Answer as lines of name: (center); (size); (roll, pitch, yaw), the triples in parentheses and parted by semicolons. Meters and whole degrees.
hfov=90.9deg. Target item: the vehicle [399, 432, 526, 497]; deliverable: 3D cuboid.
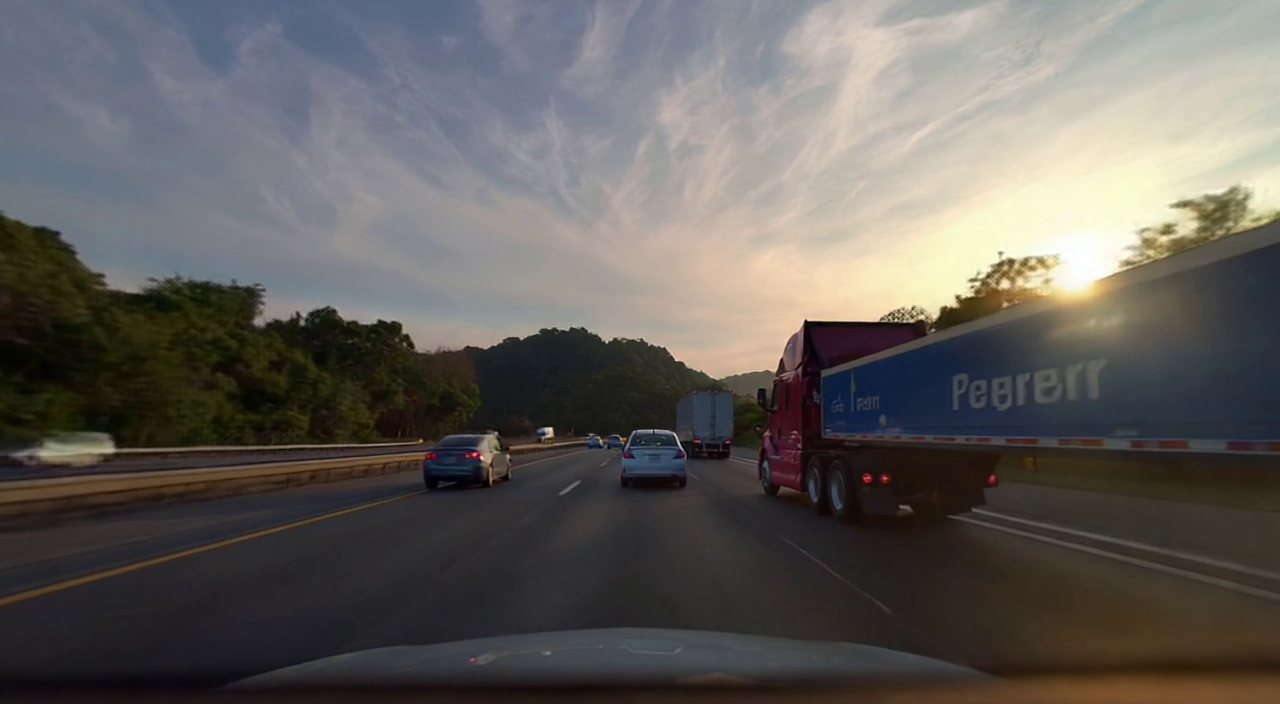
vehicle: (-4.462, 2.868, 16.626); (2.048, 1.452, 4.430); (0, -8, 0)

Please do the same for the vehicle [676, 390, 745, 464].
vehicle: (4.275, 5.007, 41.489); (2.869, 4.067, 13.731); (0, -8, 0)

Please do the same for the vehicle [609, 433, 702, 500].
vehicle: (0.327, 2.711, 15.452); (2.021, 1.435, 3.611); (0, -8, 0)

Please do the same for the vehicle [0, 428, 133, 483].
vehicle: (-18.400, 3.134, 19.411); (1.817, 1.495, 4.331); (0, -8, 2)

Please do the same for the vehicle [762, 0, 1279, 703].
vehicle: (4.255, 0.225, 6.840); (2.816, 4.070, 14.136); (0, -8, -1)
